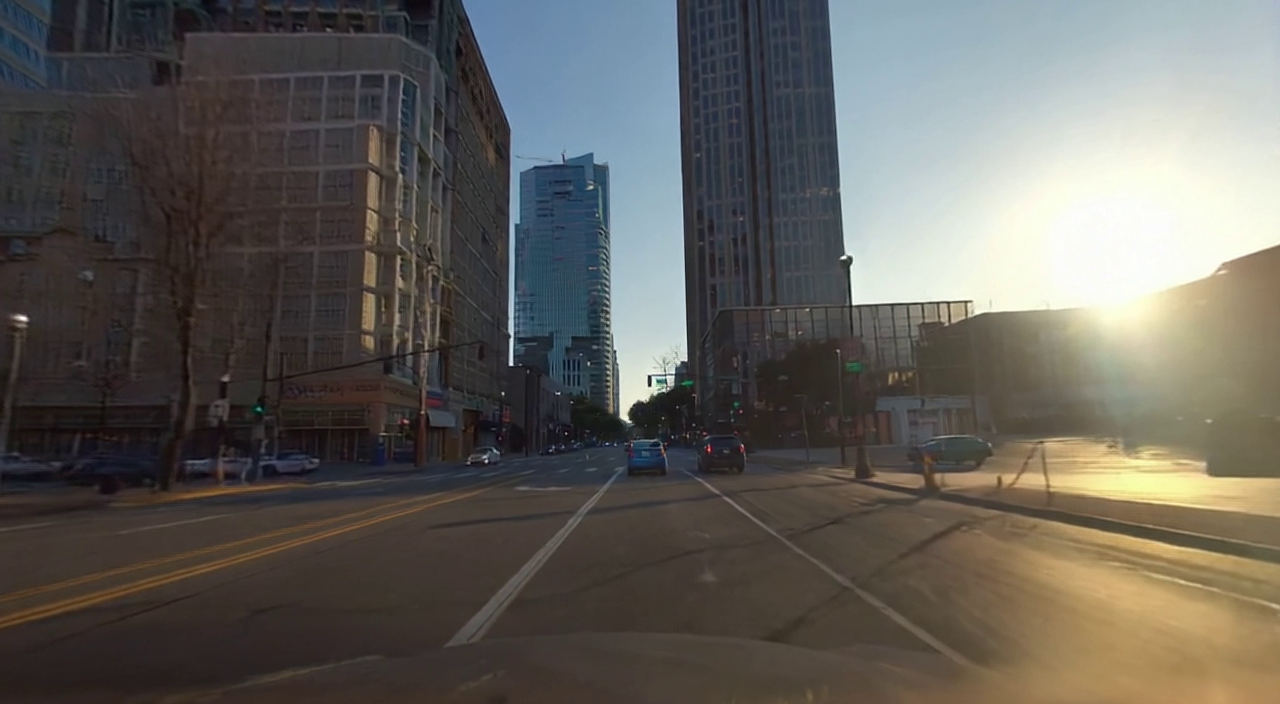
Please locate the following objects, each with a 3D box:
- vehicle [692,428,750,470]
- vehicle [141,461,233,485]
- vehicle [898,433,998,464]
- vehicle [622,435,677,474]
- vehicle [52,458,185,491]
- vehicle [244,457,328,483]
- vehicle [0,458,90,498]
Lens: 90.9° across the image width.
[{"bbox_3d":[3.908,4.815,31.388,2.159,1.938,4.836,0,-9,-1],"label":"vehicle"},{"bbox_3d":[-30.166,8.037,42.063,4.452,1.517,2.095,0,-9,2],"label":"vehicle"},{"bbox_3d":[17.349,5.435,35.627,4.556,1.693,2.030,0,-8,-1],"label":"vehicle"},{"bbox_3d":[0.350,4.504,27.891,2.245,1.587,4.094,0,-9,-1],"label":"vehicle"},{"bbox_3d":[-25.783,6.043,31.317,4.499,1.503,2.151,1,-9,-6],"label":"vehicle"},{"bbox_3d":[-23.684,7.894,42.244,4.404,1.618,1.968,0,-9,1],"label":"vehicle"},{"bbox_3d":[-31.154,6.410,31.963,2.028,1.656,5.029,-7,-8,1],"label":"vehicle"}]
